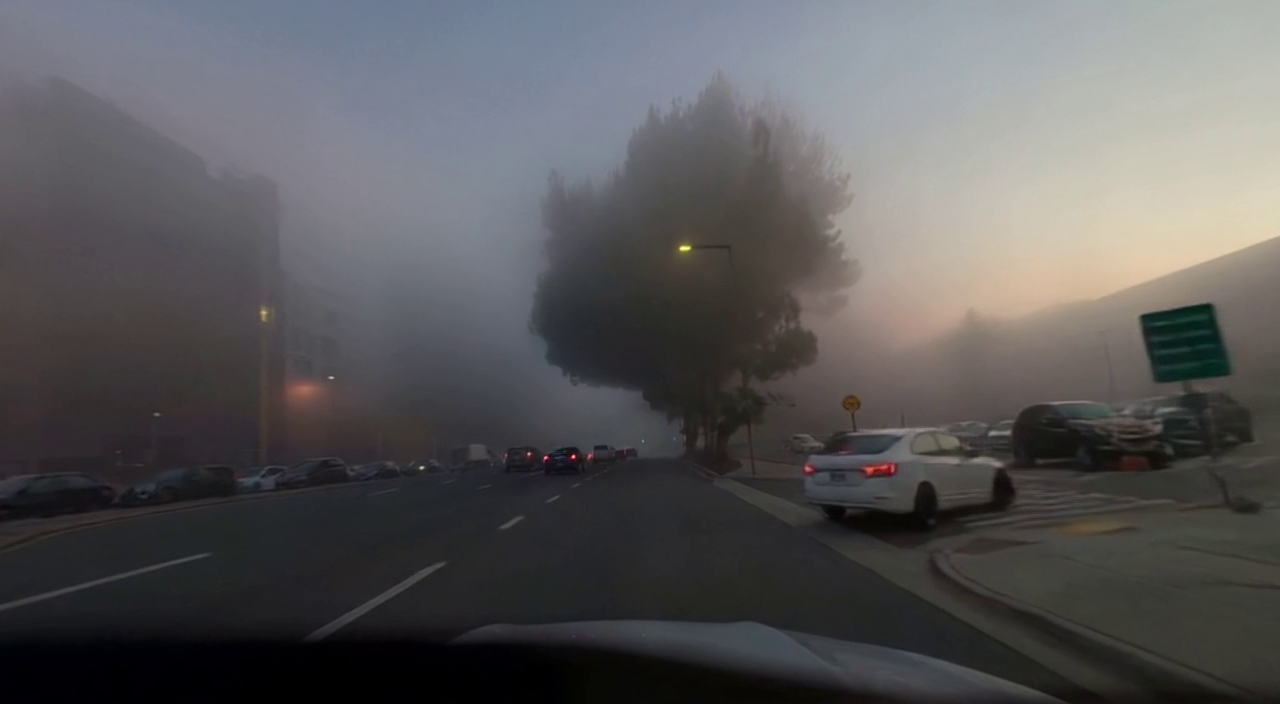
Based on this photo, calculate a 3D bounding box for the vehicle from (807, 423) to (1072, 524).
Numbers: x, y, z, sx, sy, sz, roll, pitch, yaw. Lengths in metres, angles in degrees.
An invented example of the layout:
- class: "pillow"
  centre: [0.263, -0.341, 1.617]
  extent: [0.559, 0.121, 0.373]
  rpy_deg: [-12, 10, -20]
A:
- class: "vehicle"
  centre: [5.561, 2.137, 11.667]
  extent: [4.504, 1.513, 2.208]
  rpy_deg: [5, -10, -31]

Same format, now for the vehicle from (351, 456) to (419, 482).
- class: "vehicle"
  centre: [-16.317, 7.467, 40.714]
  extent: [2.162, 1.480, 5.017]
  rpy_deg: [0, -8, 1]

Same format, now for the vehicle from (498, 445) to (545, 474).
- class: "vehicle"
  centre: [-7.432, 6.754, 40.056]
  extent: [2.054, 1.744, 4.422]
  rpy_deg: [0, -8, 2]

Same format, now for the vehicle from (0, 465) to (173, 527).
- class: "vehicle"
  centre: [-16.661, 4.130, 18.634]
  extent: [1.981, 1.431, 4.862]
  rpy_deg: [0, -8, 1]

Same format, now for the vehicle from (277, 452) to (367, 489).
- class: "vehicle"
  centre: [-16.356, 6.087, 32.825]
  extent: [2.073, 1.749, 4.770]
  rpy_deg: [0, -8, 1]

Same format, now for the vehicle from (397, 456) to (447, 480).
- class: "vehicle"
  centre: [-16.049, 8.546, 46.783]
  extent: [2.024, 1.531, 4.580]
  rpy_deg: [0, -8, 1]

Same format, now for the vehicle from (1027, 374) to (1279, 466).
- class: "vehicle"
  centre: [13.673, 1.816, 16.311]
  extent: [6.193, 2.081, 2.569]
  rpy_deg: [2, -9, -15]

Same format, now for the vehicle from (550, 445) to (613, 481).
- class: "vehicle"
  centre: [-2.616, 5.102, 29.414]
  extent: [2.235, 1.500, 4.420]
  rpy_deg: [-1, -8, 4]

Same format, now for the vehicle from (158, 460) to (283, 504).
- class: "vehicle"
  centre: [-16.406, 5.075, 25.035]
  extent: [1.849, 1.472, 4.441]
  rpy_deg: [0, -8, 1]
